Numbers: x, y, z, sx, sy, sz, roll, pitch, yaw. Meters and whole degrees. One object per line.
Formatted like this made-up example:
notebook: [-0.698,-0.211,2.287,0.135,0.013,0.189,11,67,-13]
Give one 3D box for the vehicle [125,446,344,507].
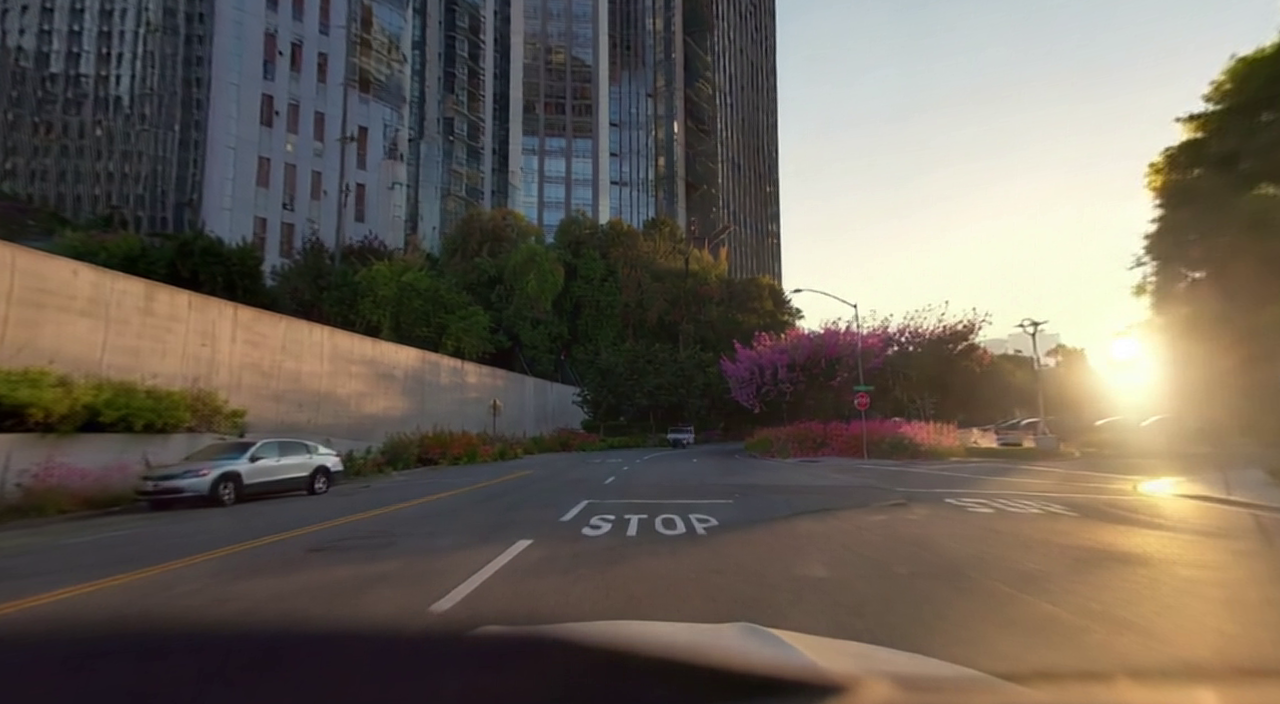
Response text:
vehicle: [-10.880,3.311,17.350,4.694,1.447,2.137,5,-10,-30]
